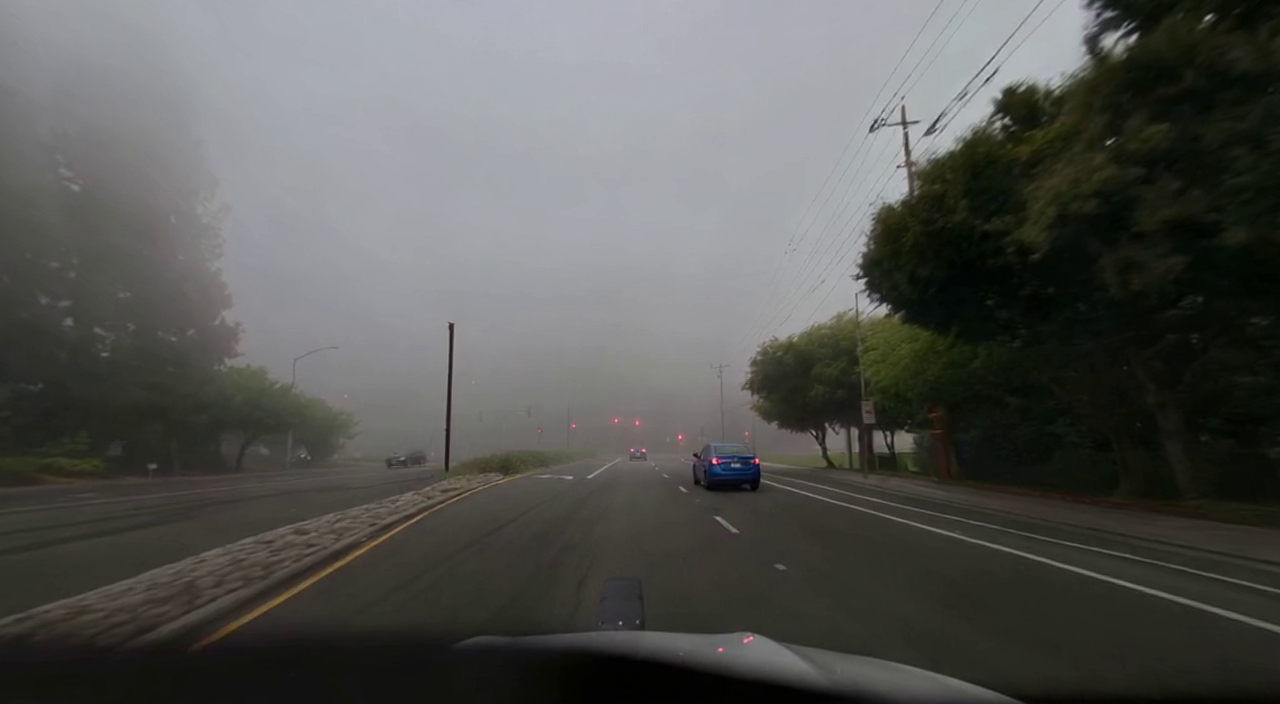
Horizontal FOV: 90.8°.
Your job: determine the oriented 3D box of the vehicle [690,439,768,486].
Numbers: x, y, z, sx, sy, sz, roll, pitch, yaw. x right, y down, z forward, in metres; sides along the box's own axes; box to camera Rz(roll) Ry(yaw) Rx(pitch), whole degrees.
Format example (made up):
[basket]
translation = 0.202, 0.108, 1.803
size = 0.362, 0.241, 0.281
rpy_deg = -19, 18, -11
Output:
[vehicle]
translation = 2.994, 3.834, 22.264
size = 2.004, 1.448, 4.263
rpy_deg = 0, -8, -2
